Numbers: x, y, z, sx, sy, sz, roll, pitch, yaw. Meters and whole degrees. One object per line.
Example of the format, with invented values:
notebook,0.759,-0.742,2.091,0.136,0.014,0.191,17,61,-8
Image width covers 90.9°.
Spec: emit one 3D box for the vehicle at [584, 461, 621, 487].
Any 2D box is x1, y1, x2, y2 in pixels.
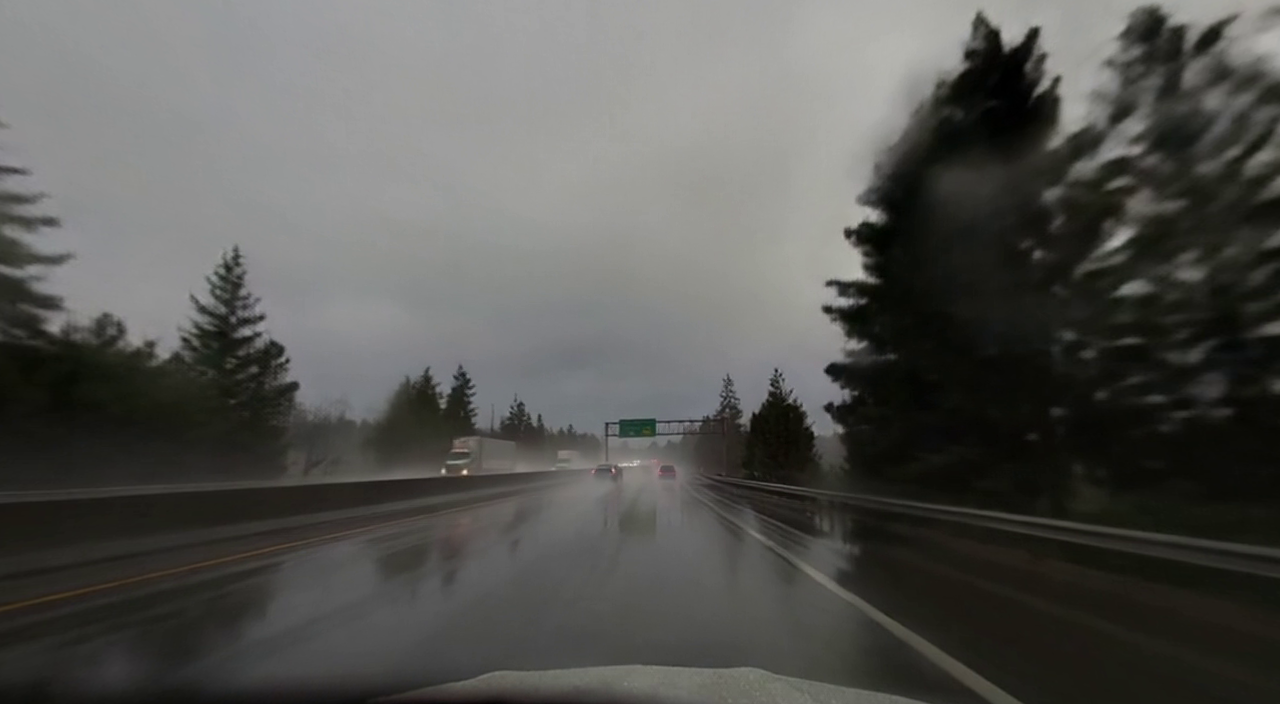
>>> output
vehicle,-2.627,8.695,45.063,2.160,1.721,4.368,0,-11,3
